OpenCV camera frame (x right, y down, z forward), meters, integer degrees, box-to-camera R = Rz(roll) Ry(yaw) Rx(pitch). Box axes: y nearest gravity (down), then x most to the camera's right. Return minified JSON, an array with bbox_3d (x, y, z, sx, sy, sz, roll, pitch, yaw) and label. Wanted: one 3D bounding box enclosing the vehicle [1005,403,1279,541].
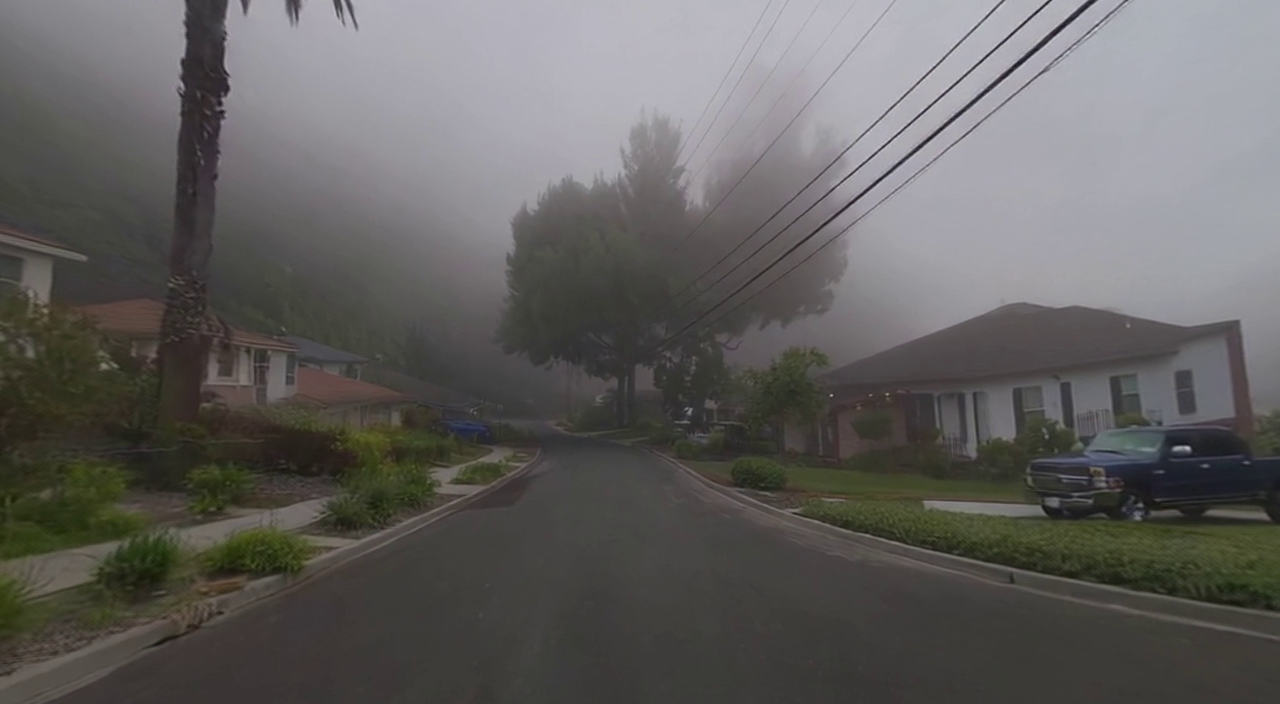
[{"bbox_3d":[9.403,2.043,10.878,5.663,1.913,2.170,5,-10,-21],"label":"vehicle"}]
